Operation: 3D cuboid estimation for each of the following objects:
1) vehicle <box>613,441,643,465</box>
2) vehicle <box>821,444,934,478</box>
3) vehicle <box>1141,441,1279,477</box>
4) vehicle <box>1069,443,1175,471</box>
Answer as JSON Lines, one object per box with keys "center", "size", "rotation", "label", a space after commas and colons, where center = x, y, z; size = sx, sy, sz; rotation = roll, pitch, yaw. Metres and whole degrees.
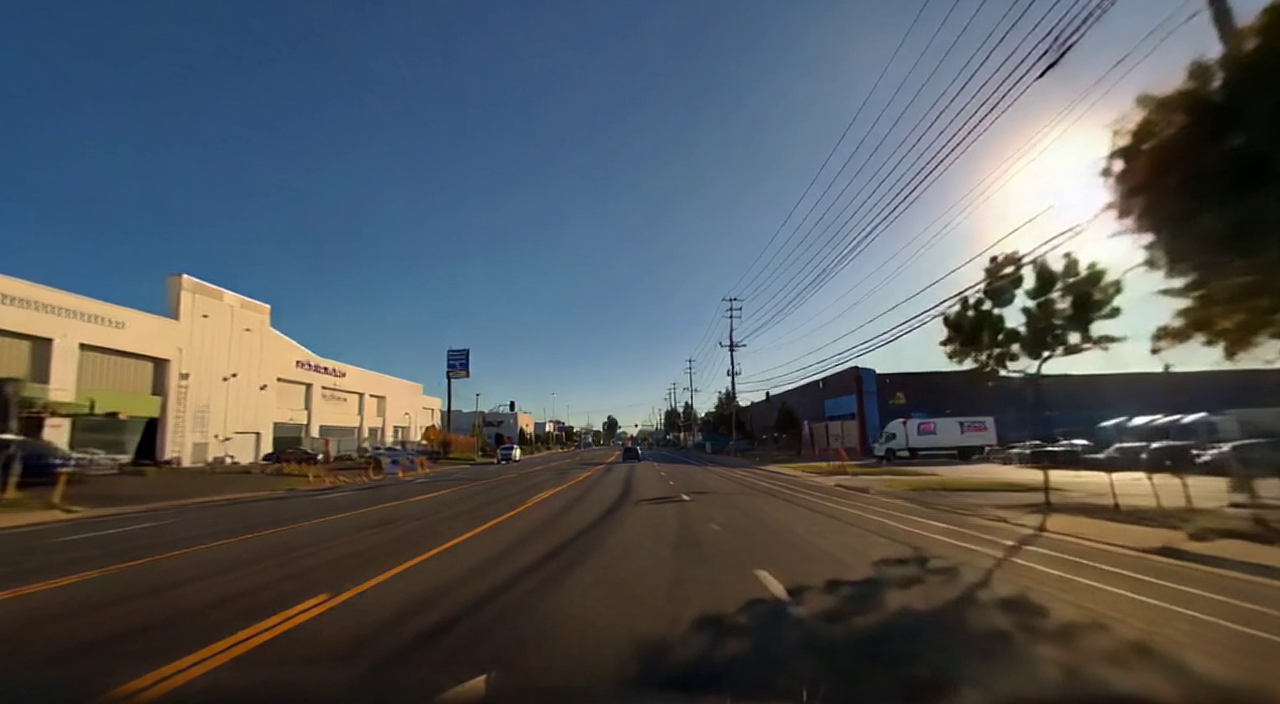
{"center": [-0.814, 6.901, 43.271], "size": [1.937, 1.588, 3.746], "rotation": [0, -8, 0], "label": "vehicle"}
{"center": [11.716, 5.385, 31.382], "size": [4.758, 1.496, 1.871], "rotation": [-1, -8, -1], "label": "vehicle"}
{"center": [25.739, 4.784, 28.409], "size": [4.625, 1.484, 1.997], "rotation": [0, -8, 1], "label": "vehicle"}
{"center": [25.756, 5.601, 33.867], "size": [4.134, 1.441, 1.836], "rotation": [-1, -8, 2], "label": "vehicle"}
